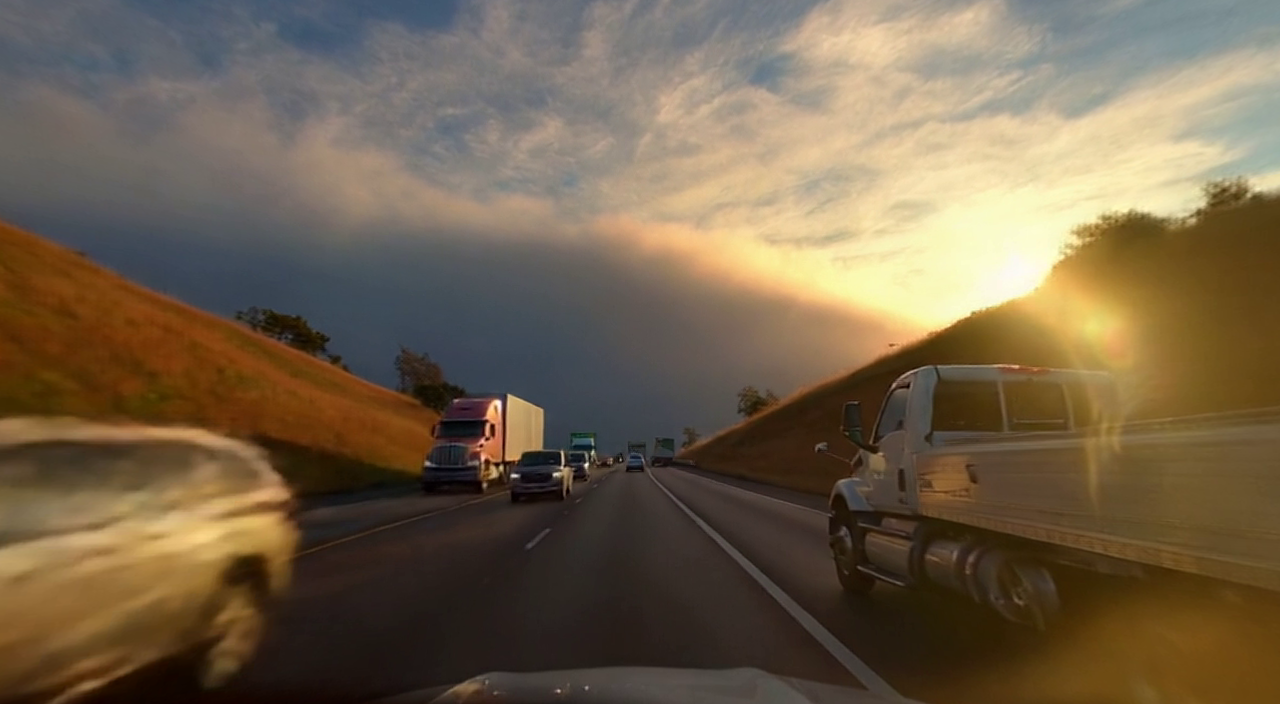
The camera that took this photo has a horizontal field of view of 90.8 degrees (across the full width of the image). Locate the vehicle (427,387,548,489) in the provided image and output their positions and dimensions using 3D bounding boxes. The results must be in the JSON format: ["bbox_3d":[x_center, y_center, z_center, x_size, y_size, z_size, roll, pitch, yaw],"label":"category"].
[{"bbox_3d":[-7.191,4.550,32.565,2.892,4.087,14.120,0,-9,-1],"label":"vehicle"}]

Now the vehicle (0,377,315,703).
[{"bbox_3d":[-3.343,0.954,2.631,2.005,1.598,3.684,0,-9,-1],"label":"vehicle"}]

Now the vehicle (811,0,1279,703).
[{"bbox_3d":[3.137,-0.006,2.733,2.959,3.973,5.928,0,-9,-1],"label":"vehicle"}]

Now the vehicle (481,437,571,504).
[{"bbox_3d":[-3.473,3.687,20.042,2.088,1.860,4.164,0,-9,-1],"label":"vehicle"}]
